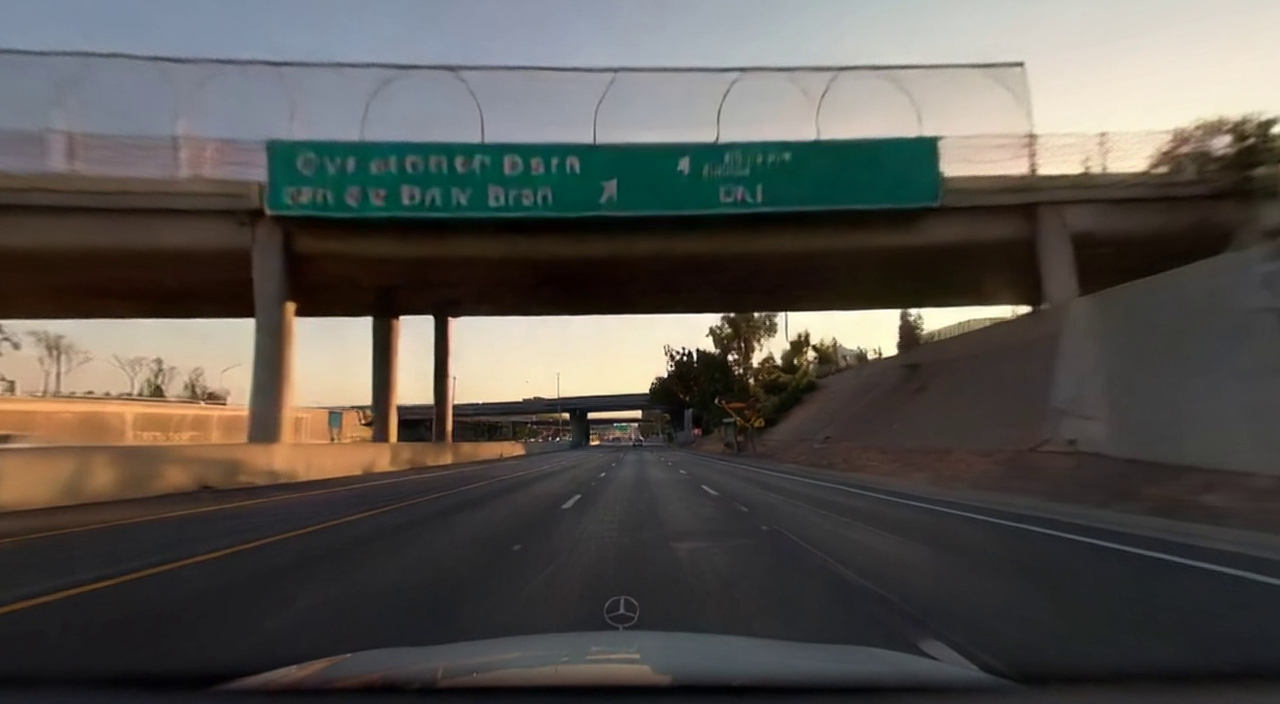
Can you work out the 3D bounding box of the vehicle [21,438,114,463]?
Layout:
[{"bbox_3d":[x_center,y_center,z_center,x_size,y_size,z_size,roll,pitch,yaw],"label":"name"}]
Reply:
[{"bbox_3d":[-39.675,6.848,43.699,4.217,1.611,1.993,1,-9,-11],"label":"vehicle"}]
